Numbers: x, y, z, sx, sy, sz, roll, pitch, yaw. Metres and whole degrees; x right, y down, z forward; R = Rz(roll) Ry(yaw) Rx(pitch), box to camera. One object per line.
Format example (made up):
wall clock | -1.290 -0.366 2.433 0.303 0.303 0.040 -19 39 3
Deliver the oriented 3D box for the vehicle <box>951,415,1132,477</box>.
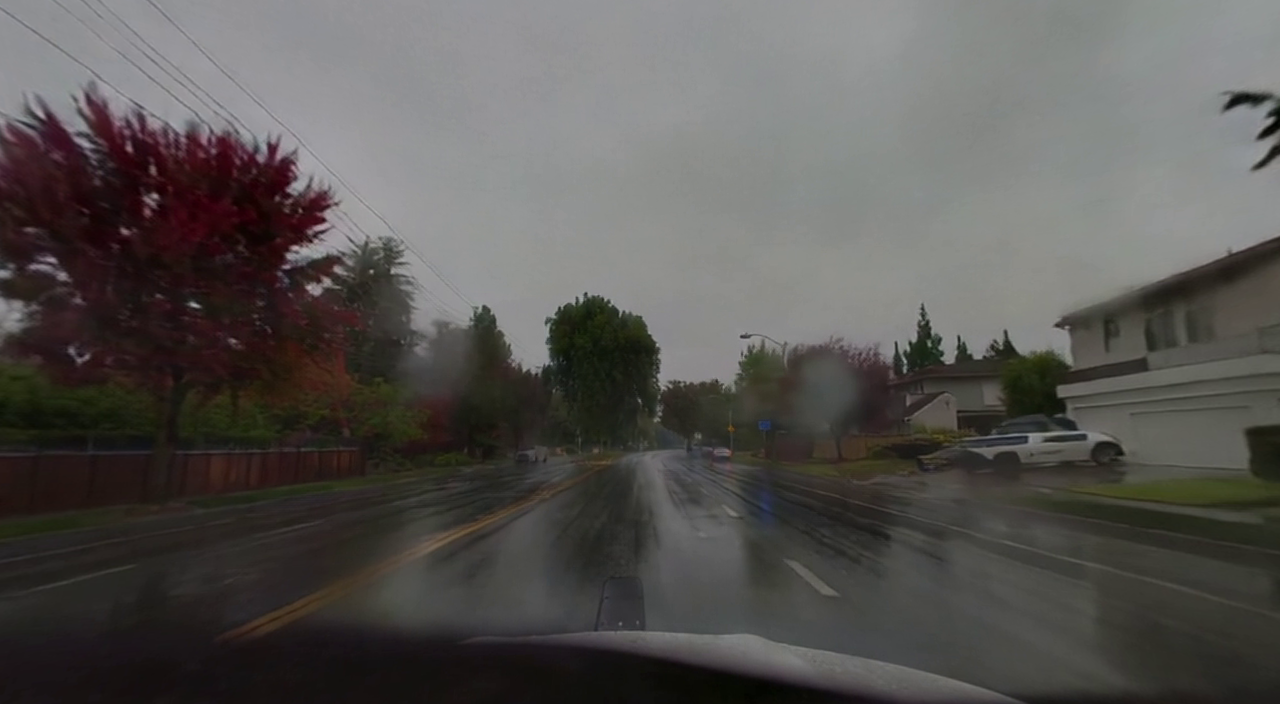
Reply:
vehicle | 13.569 3.206 21.656 4.711 1.979 2.019 -1 -8 4
